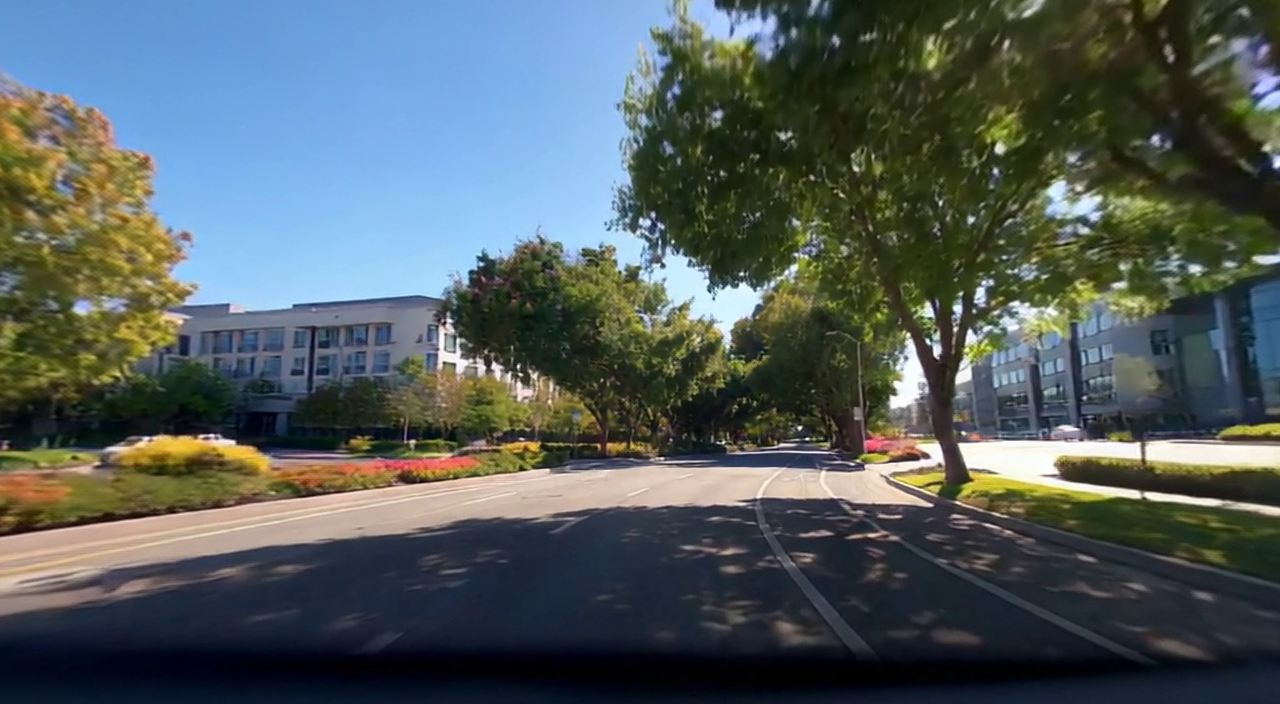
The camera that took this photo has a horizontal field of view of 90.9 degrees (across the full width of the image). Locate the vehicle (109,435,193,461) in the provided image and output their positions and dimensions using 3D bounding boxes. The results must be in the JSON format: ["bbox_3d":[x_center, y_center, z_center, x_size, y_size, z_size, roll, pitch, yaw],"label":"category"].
[{"bbox_3d":[-29.112,5.731,37.639,1.680,1.413,3.616,-3,-9,13],"label":"vehicle"}]
